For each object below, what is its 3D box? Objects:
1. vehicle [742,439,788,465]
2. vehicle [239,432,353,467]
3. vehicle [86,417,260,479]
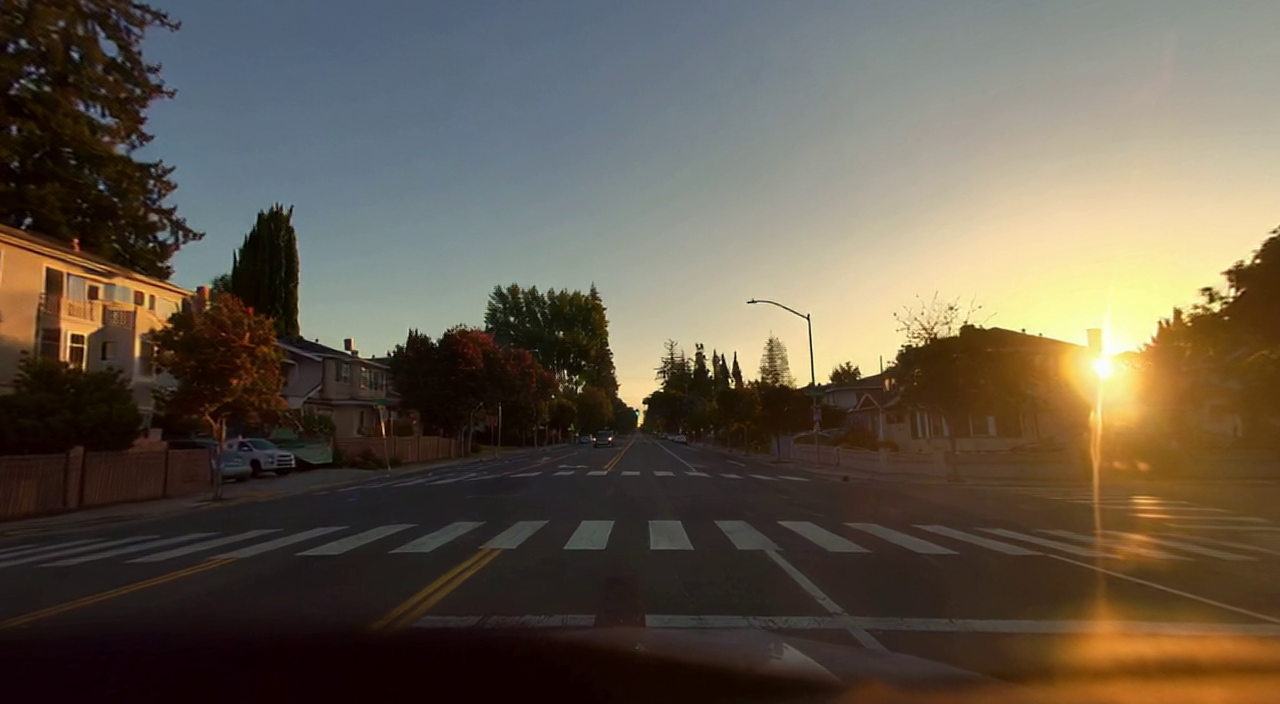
[{"bbox_3d":[7.996,6.440,40.874,2.029,1.554,4.705,0,-9,1],"label":"vehicle"},{"bbox_3d":[-17.957,5.121,33.146,4.743,1.734,1.994,0,-9,0],"label":"vehicle"},{"bbox_3d":[-17.929,3.729,24.493,4.800,2.259,2.303,0,-9,-1],"label":"vehicle"}]
